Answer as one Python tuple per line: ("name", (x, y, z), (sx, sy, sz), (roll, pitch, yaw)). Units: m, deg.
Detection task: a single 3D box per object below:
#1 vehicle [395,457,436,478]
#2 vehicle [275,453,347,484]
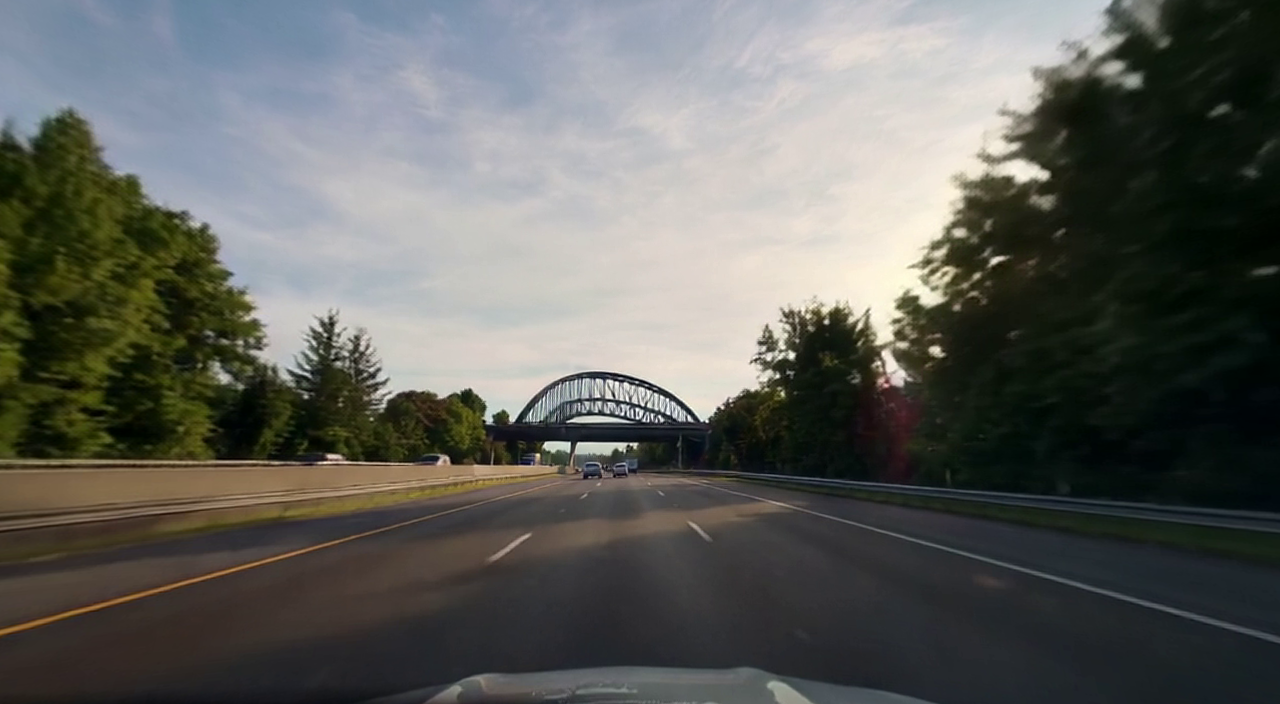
("vehicle", (-17.073, 8.830, 48.088), (1.868, 1.456, 3.665), (1, -10, -2))
("vehicle", (-17.055, 6.073, 32.851), (1.763, 1.450, 3.772), (1, -10, -1))
